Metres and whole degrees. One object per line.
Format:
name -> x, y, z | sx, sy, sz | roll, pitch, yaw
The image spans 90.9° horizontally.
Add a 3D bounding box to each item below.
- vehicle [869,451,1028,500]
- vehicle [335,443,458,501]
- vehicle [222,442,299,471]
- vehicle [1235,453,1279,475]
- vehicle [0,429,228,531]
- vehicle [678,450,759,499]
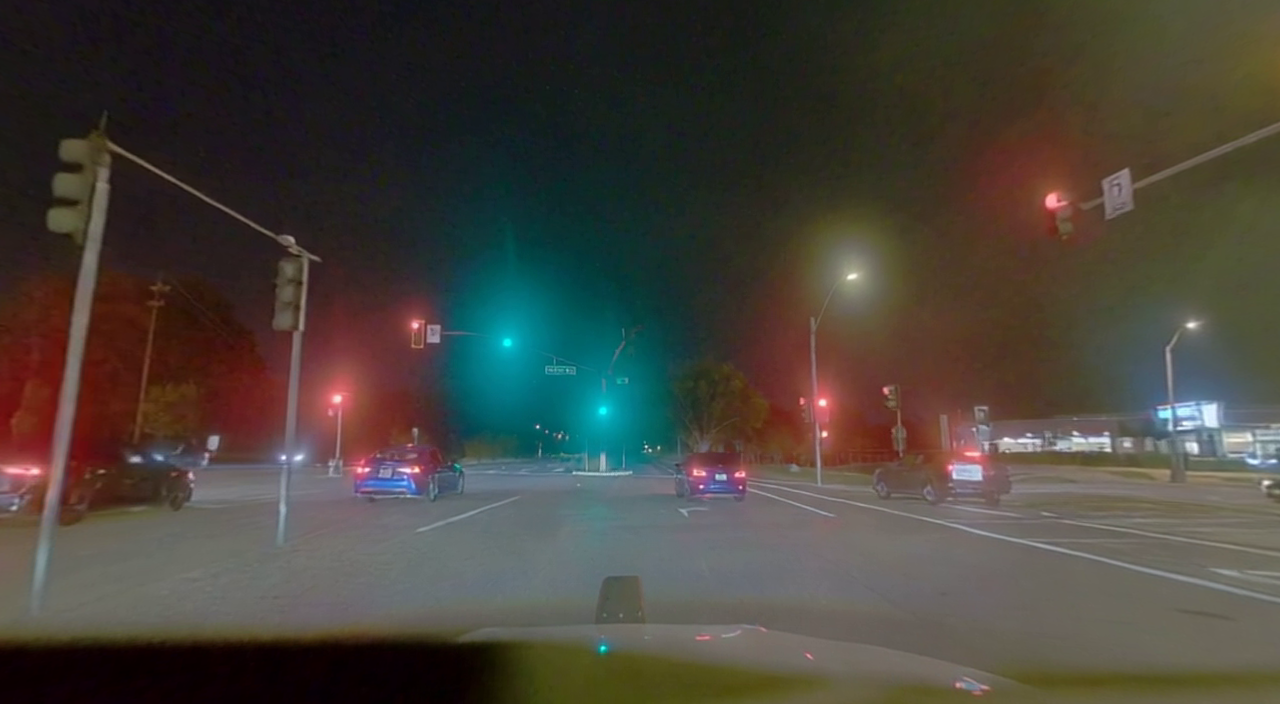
vehicle -> 10.576, 4.199, 21.710 | 4.703, 1.492, 1.930 | 2, -9, -14
vehicle -> -7.020, 3.475, 18.745 | 1.995, 1.470, 4.556 | 0, -8, -2
vehicle -> -23.364, 6.425, 39.044 | 2.018, 1.687, 4.453 | 0, -8, -1
vehicle -> 43.795, 7.687, 43.425 | 1.723, 1.431, 3.880 | 0, -8, -1
vehicle -> -10.185, 2.253, 11.748 | 1.979, 1.494, 4.693 | 0, -8, -2
vehicle -> 2.586, 4.171, 21.942 | 1.940, 1.487, 4.562 | 0, -8, -4
